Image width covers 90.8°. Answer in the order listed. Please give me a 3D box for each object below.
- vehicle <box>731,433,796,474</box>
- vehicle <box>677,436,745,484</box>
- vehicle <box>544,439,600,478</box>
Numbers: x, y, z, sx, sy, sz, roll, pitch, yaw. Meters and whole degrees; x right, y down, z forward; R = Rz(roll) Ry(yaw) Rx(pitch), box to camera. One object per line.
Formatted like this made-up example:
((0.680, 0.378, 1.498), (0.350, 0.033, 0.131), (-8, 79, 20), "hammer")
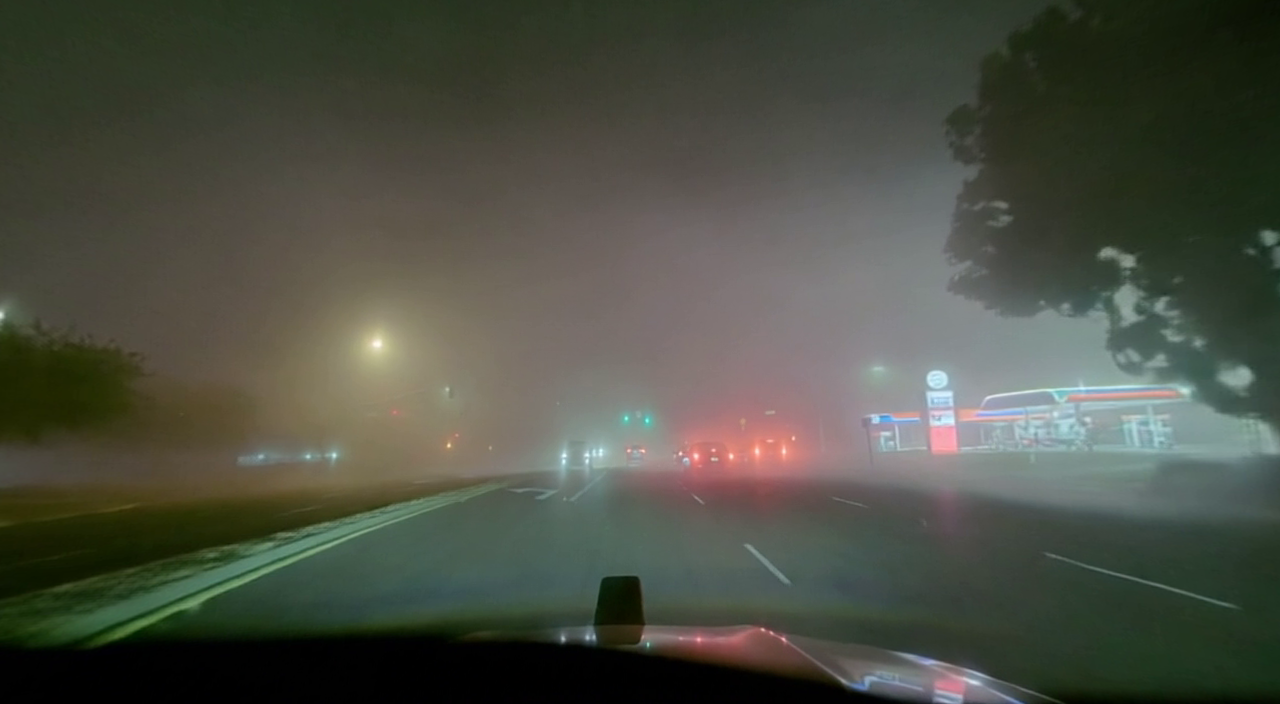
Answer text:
((7.033, 5.873, 36.740), (2.510, 2.176, 5.527), (0, -8, -2), "vehicle")
((2.806, 4.396, 26.045), (2.140, 1.800, 4.660), (0, -8, -1), "vehicle")
((-3.390, 5.403, 32.321), (2.261, 1.820, 4.255), (0, -8, 2), "vehicle")
